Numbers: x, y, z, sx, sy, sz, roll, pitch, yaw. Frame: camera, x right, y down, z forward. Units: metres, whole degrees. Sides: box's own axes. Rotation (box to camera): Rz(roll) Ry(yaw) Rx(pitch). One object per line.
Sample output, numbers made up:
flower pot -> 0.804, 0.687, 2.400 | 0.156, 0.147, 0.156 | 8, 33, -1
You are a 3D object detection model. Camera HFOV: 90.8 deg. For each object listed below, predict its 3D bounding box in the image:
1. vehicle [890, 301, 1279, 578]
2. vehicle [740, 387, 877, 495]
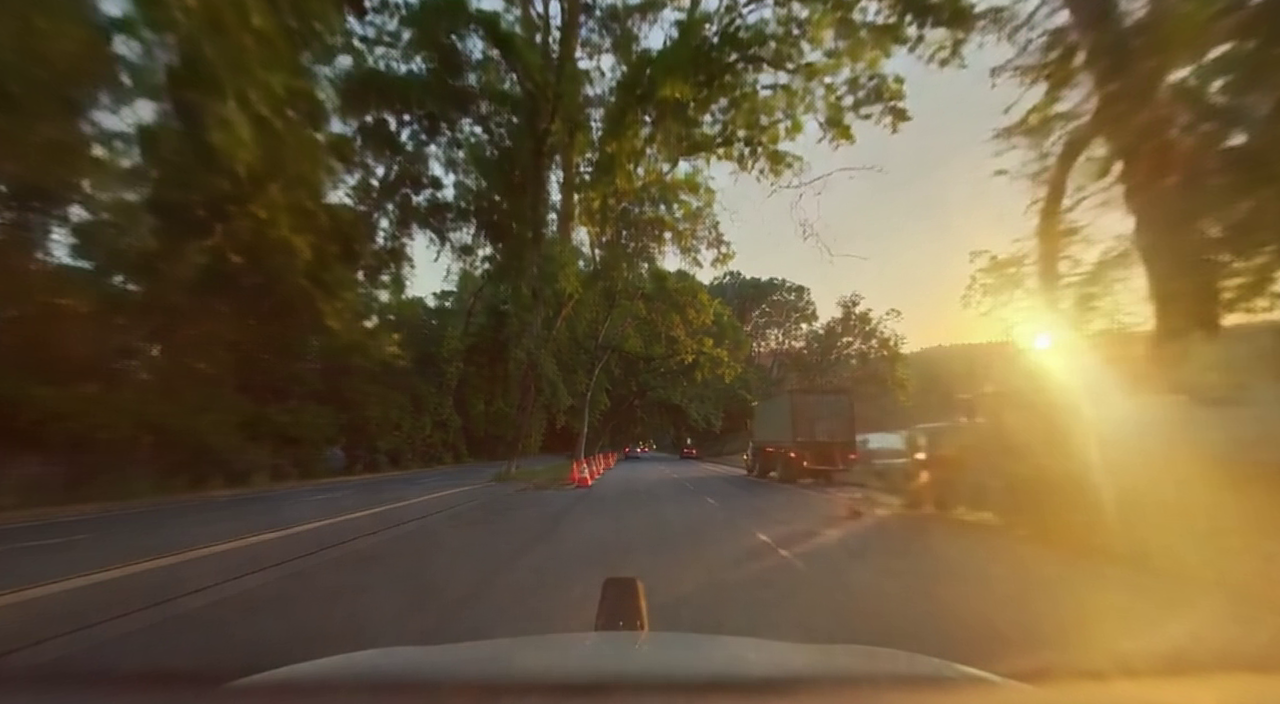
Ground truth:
vehicle -> 6.451, 1.255, 9.102 | 2.390, 2.899, 4.603 | 5, -10, -34
vehicle -> 6.235, 3.607, 25.738 | 2.664, 3.418, 11.107 | 0, -8, 1
